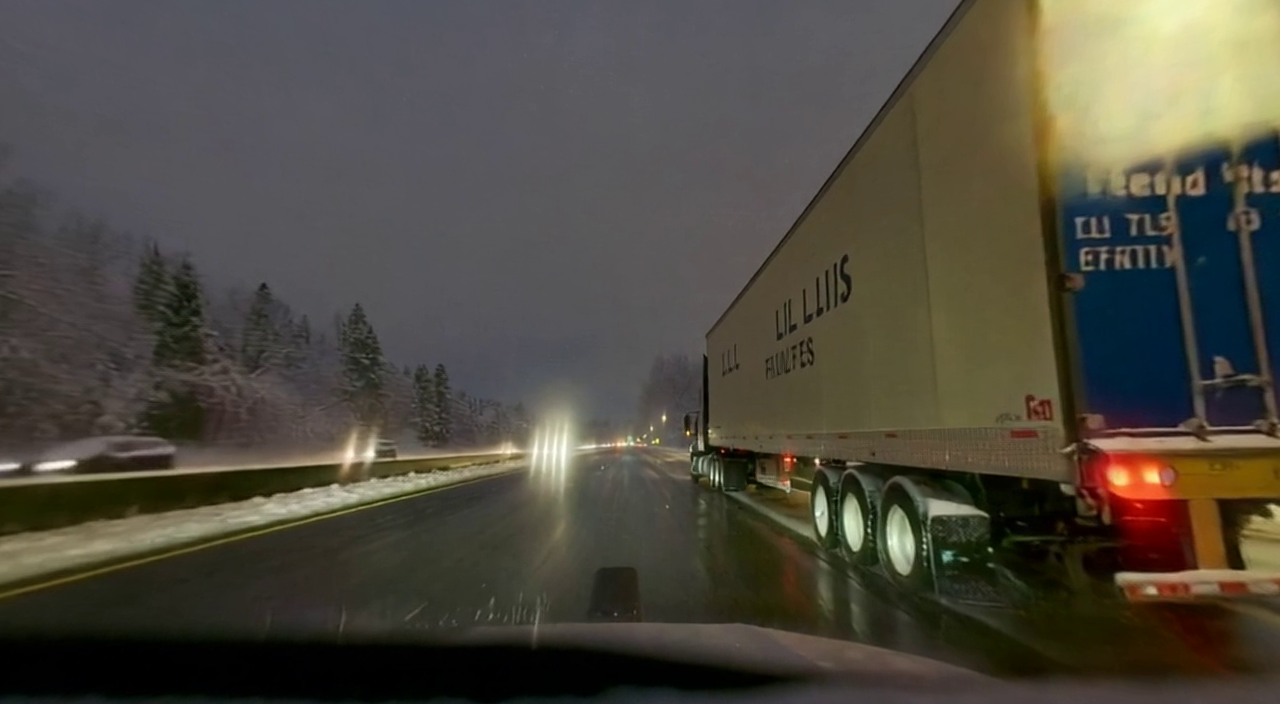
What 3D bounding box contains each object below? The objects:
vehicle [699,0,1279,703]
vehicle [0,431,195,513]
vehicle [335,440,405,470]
[{"bbox_3d":[3.548,0.824,11.844,2.891,4.387,17.121,0,-9,-1],"label":"vehicle"},{"bbox_3d":[-14.557,2.972,16.235,2.203,1.736,5.504,0,-9,0],"label":"vehicle"},{"bbox_3d":[-19.014,7.285,44.877,2.405,1.928,5.701,0,-9,0],"label":"vehicle"}]
